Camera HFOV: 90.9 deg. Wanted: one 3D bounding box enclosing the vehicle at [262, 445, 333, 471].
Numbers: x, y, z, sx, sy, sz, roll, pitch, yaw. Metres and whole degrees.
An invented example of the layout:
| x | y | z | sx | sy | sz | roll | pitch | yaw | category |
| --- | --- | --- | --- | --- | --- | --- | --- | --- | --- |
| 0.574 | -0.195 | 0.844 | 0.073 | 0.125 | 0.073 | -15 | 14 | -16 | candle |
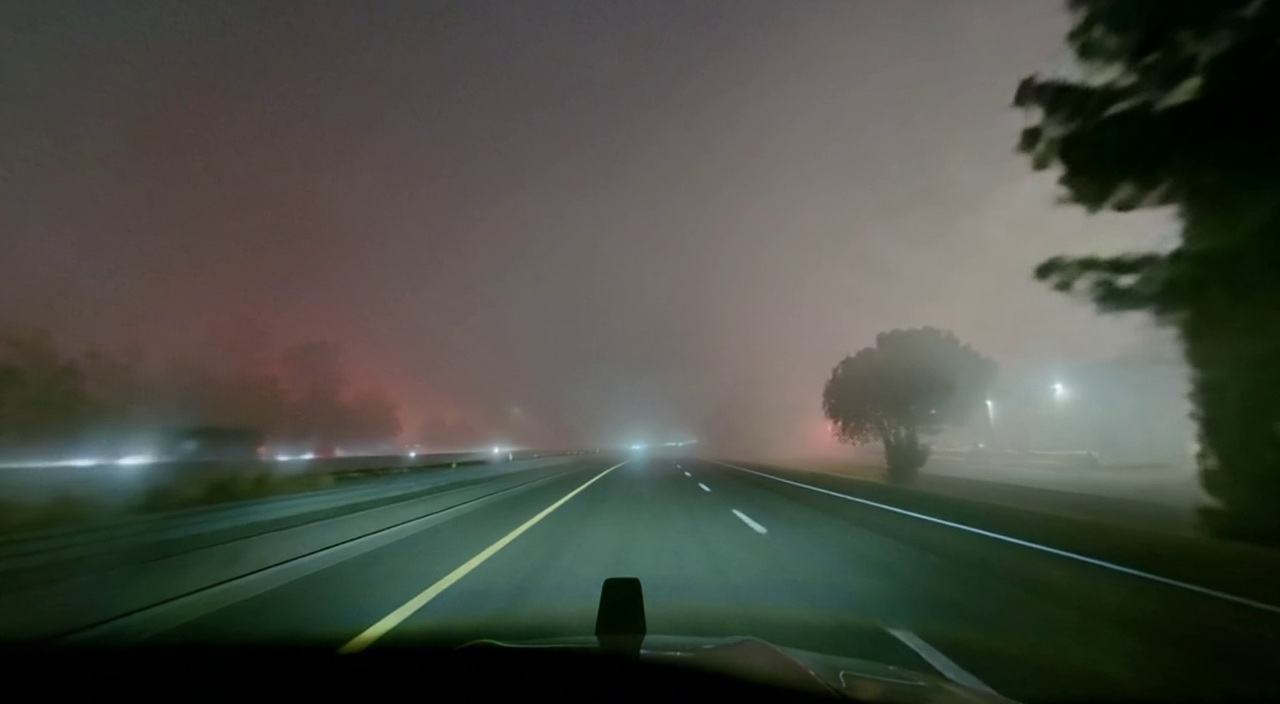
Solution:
| x | y | z | sx | sy | sz | roll | pitch | yaw | category |
| --- | --- | --- | --- | --- | --- | --- | --- | --- | --- |
| -21.395 | 6.627 | 39.613 | 1.901 | 1.507 | 4.412 | -1 | -8 | 2 | vehicle |
